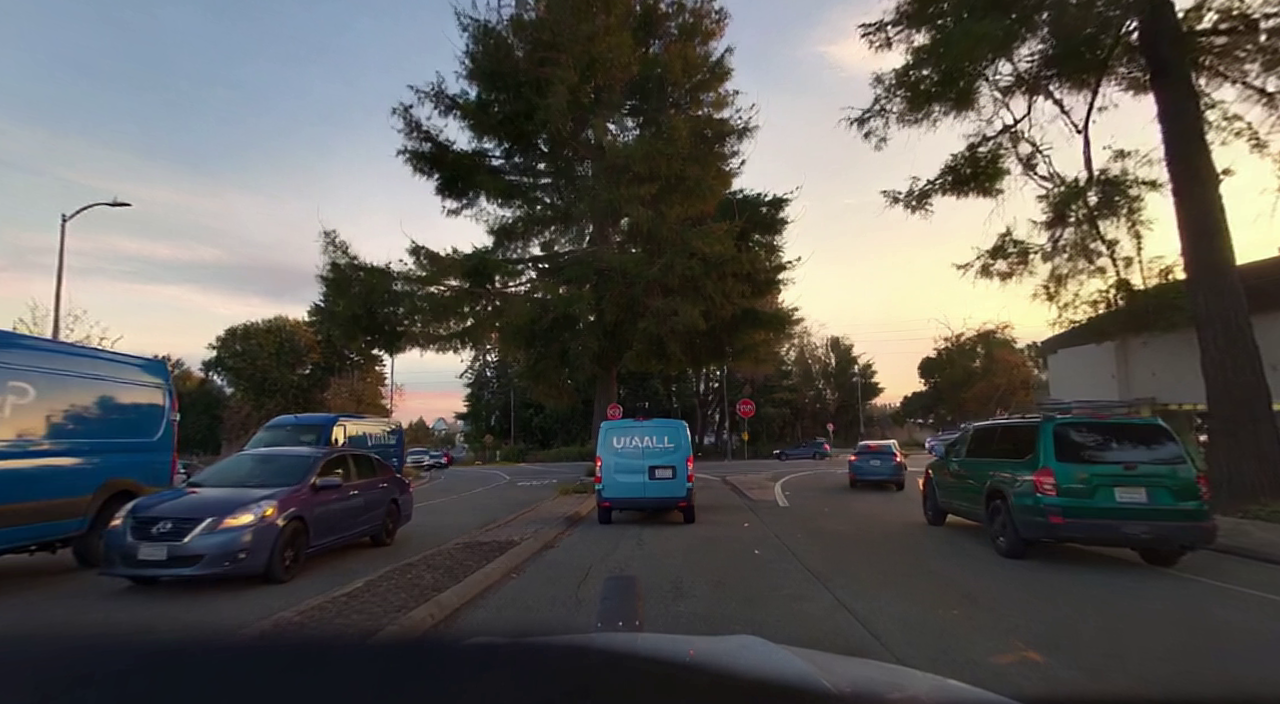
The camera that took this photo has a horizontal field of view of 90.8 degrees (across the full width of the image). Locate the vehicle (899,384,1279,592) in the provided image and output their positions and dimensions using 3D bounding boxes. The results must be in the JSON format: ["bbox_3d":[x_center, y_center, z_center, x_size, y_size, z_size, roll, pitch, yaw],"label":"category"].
[{"bbox_3d":[5.463,1.686,8.669,2.204,1.973,4.946,-1,-9,7],"label":"vehicle"}]

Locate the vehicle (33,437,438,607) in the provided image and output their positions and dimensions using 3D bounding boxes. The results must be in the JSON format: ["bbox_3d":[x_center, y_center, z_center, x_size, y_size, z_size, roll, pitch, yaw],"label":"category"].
[{"bbox_3d":[-4.313,1.836,7.873,1.869,1.465,4.503,-1,-9,3],"label":"vehicle"}]

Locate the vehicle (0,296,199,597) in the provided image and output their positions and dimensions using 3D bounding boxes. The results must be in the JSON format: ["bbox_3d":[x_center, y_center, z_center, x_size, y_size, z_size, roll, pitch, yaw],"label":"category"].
[{"bbox_3d":[-7.662,0.850,5.696,2.342,3.013,6.631,0,-9,2],"label":"vehicle"}]

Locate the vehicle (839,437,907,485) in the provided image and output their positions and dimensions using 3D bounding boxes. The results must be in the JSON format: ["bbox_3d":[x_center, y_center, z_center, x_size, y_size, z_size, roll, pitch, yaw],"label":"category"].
[{"bbox_3d":[8.977,4.182,24.306,2.150,1.655,4.045,-4,-10,20],"label":"vehicle"}]

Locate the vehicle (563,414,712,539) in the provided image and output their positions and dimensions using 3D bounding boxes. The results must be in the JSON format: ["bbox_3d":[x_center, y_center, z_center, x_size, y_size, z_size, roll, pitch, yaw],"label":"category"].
[{"bbox_3d":[0.182,2.202,11.775,2.237,1.828,4.546,-1,-9,6],"label":"vehicle"}]
